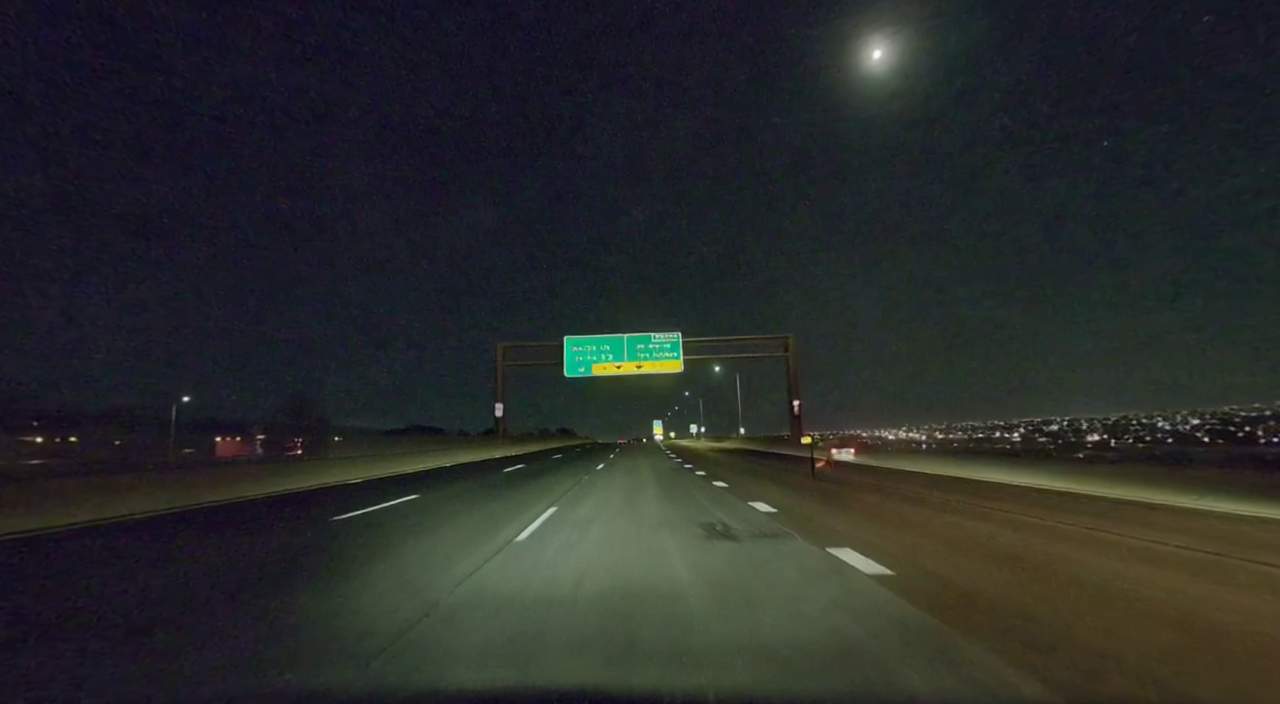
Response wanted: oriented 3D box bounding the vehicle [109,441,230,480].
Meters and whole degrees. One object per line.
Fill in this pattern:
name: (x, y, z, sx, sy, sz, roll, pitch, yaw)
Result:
vehicle: (-20.064, 4.599, 27.074, 1.877, 1.522, 4.259, 0, -8, 0)
